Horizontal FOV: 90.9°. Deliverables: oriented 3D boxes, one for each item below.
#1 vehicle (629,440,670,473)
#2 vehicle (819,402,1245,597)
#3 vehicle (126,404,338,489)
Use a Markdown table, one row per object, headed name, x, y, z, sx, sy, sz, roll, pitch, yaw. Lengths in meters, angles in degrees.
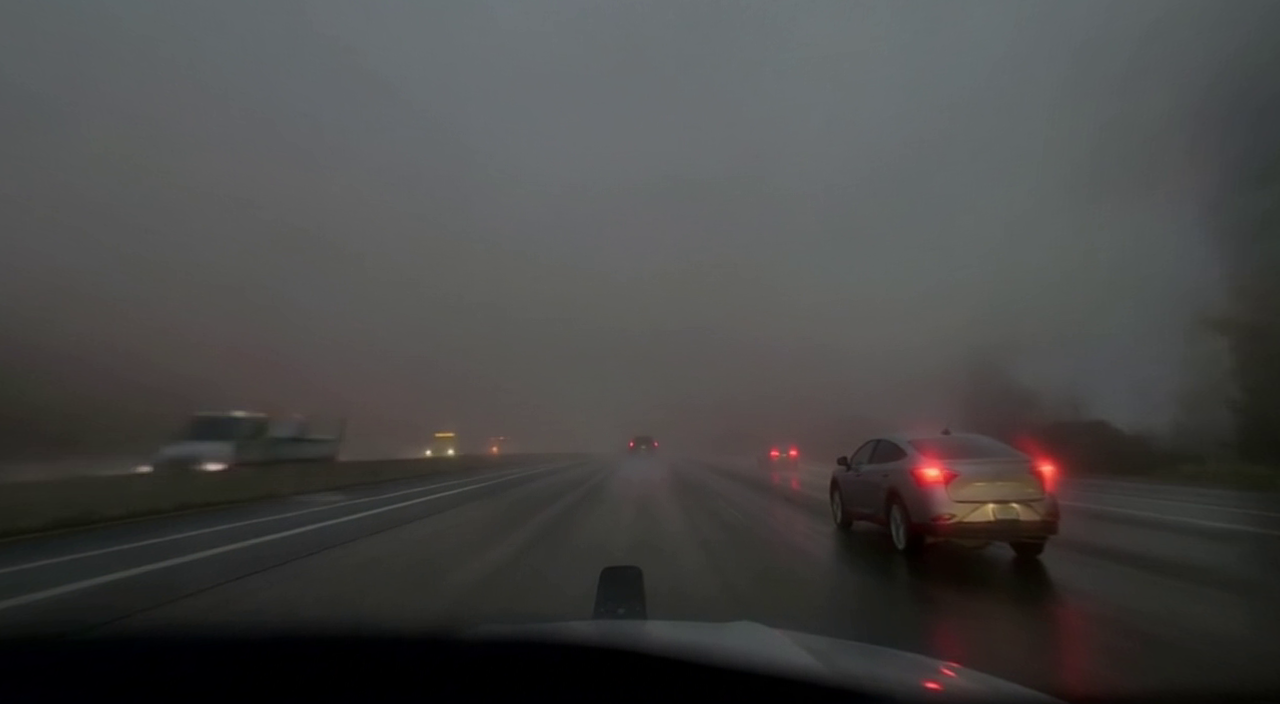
| name | x | y | z | sx | sy | sz | roll | pitch | yaw |
| --- | --- | --- | --- | --- | --- | --- | --- | --- | --- |
| vehicle | 0.453 | 5.472 | 33.117 | 2.015 | 1.639 | 4.086 | 0 | -9 | 0 |
| vehicle | 3.959 | 1.610 | 7.792 | 2.008 | 1.595 | 5.082 | 0 | -9 | 0 |
| vehicle | -12.150 | 2.948 | 19.580 | 2.304 | 2.203 | 6.144 | 0 | -9 | 2 |
